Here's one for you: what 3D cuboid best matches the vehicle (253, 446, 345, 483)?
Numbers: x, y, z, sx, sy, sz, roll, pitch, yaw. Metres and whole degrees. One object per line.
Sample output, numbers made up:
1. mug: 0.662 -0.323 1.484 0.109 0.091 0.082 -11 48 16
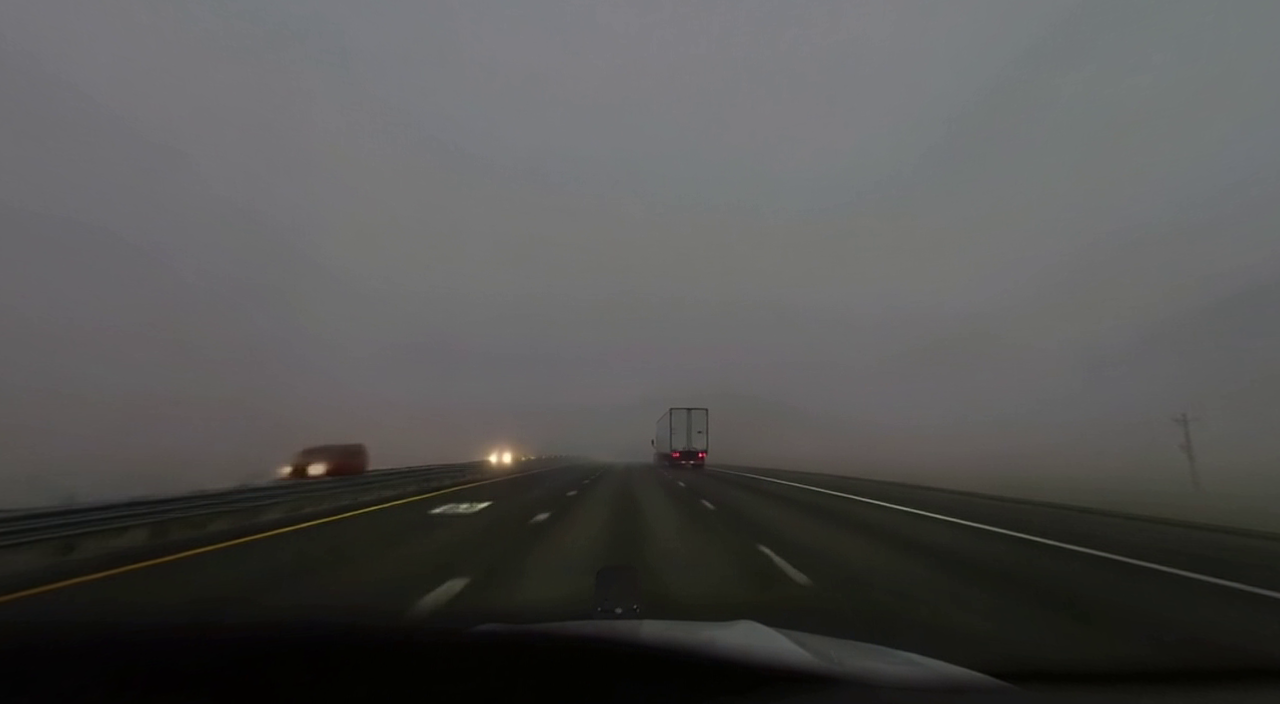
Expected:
1. vehicle: -15.575 5.133 28.989 1.870 1.543 4.152 0 -9 0
